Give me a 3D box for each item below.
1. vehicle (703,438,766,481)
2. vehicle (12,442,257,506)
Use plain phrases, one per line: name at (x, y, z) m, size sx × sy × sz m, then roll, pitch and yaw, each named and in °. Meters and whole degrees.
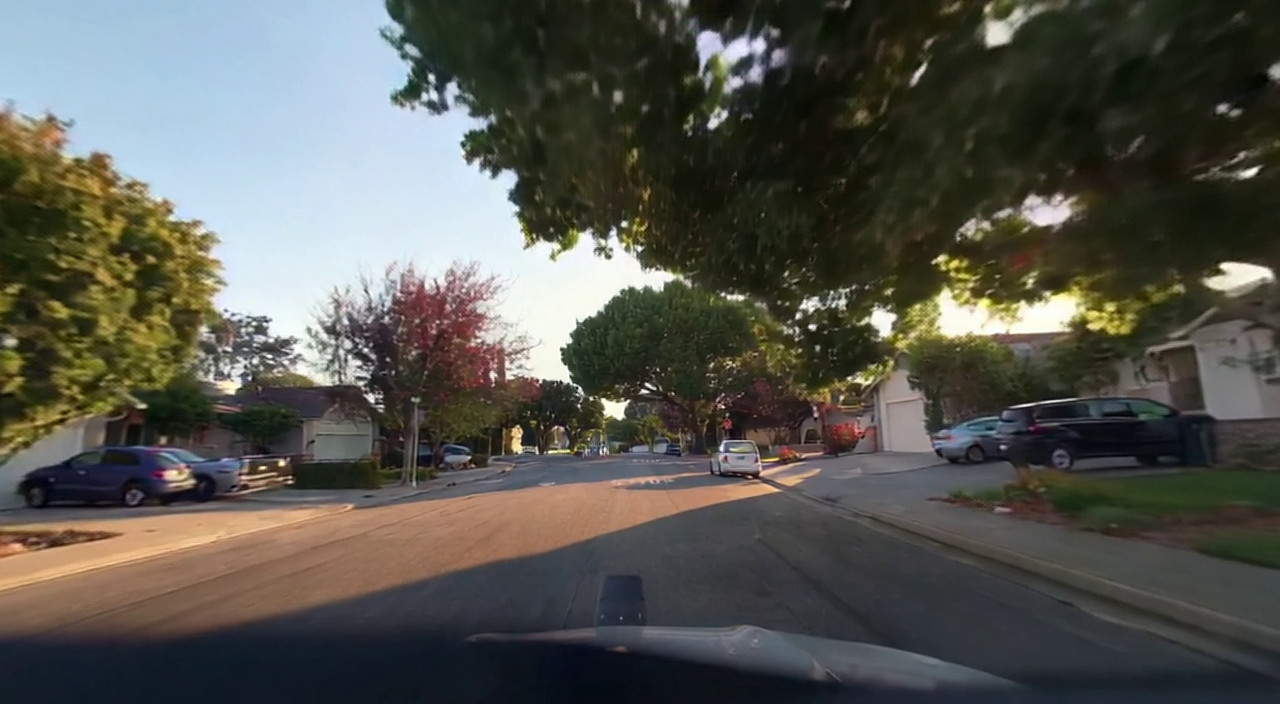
vehicle at (3.585, 4.161, 24.686) m, size 1.975 × 1.528 × 4.000 m, roll 0°, pitch -9°, yaw 2°
vehicle at (-12.983, 3.150, 16.517) m, size 4.572 × 1.522 × 1.999 m, roll 1°, pitch -9°, yaw -3°
